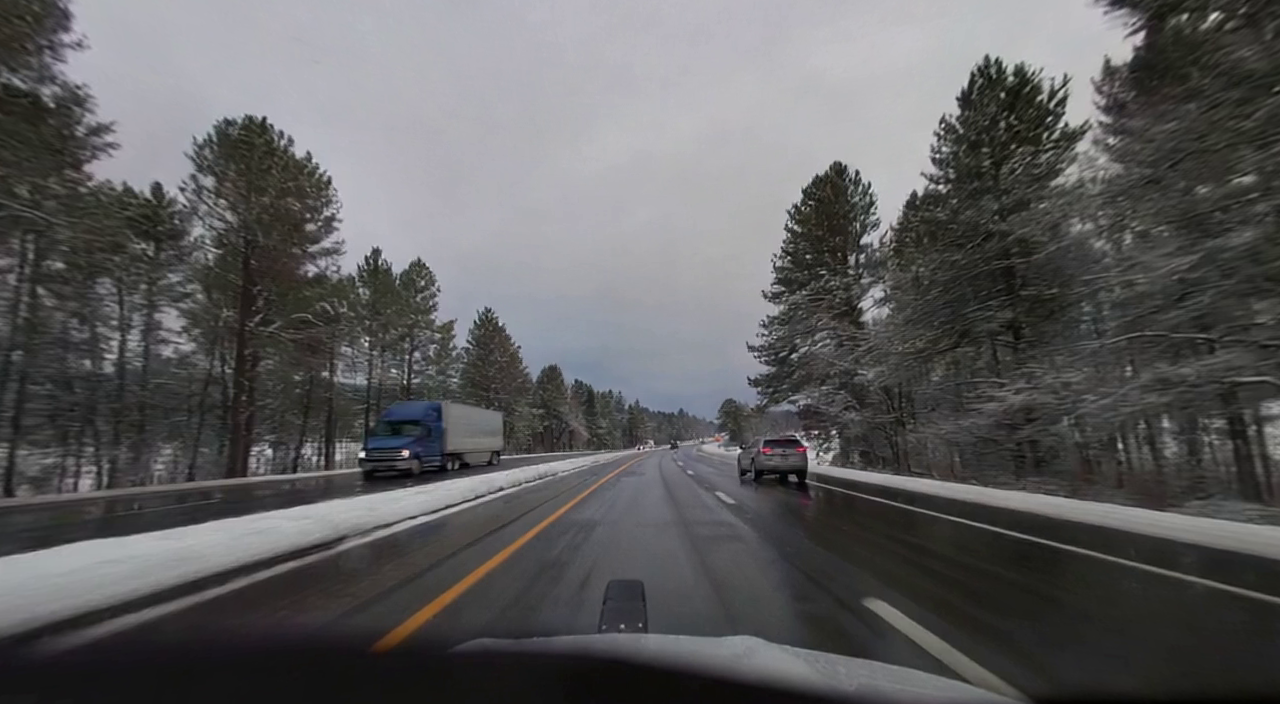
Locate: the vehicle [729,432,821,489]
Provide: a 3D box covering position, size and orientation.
[{"bbox_3d":[4.468,3.682,21.734,2.098,1.703,4.862,0,-8,0],"label":"vehicle"}]

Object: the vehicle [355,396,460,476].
[{"bbox_3d":[-12.798,4.773,35.585,2.992,4.036,7.069,0,-8,1],"label":"vehicle"}]
